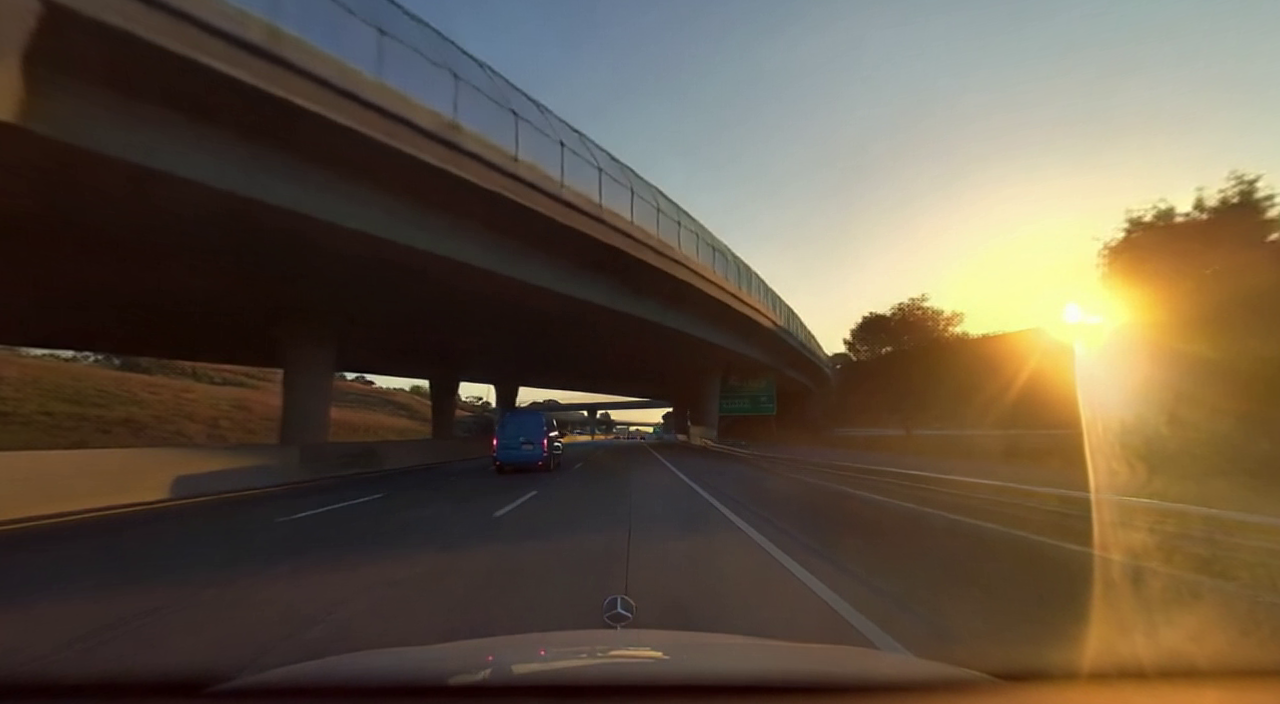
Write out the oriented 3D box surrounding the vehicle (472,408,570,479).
[{"bbox_3d":[-3.711,2.982,20.703,2.309,2.053,4.884,0,-8,0],"label":"vehicle"}]
